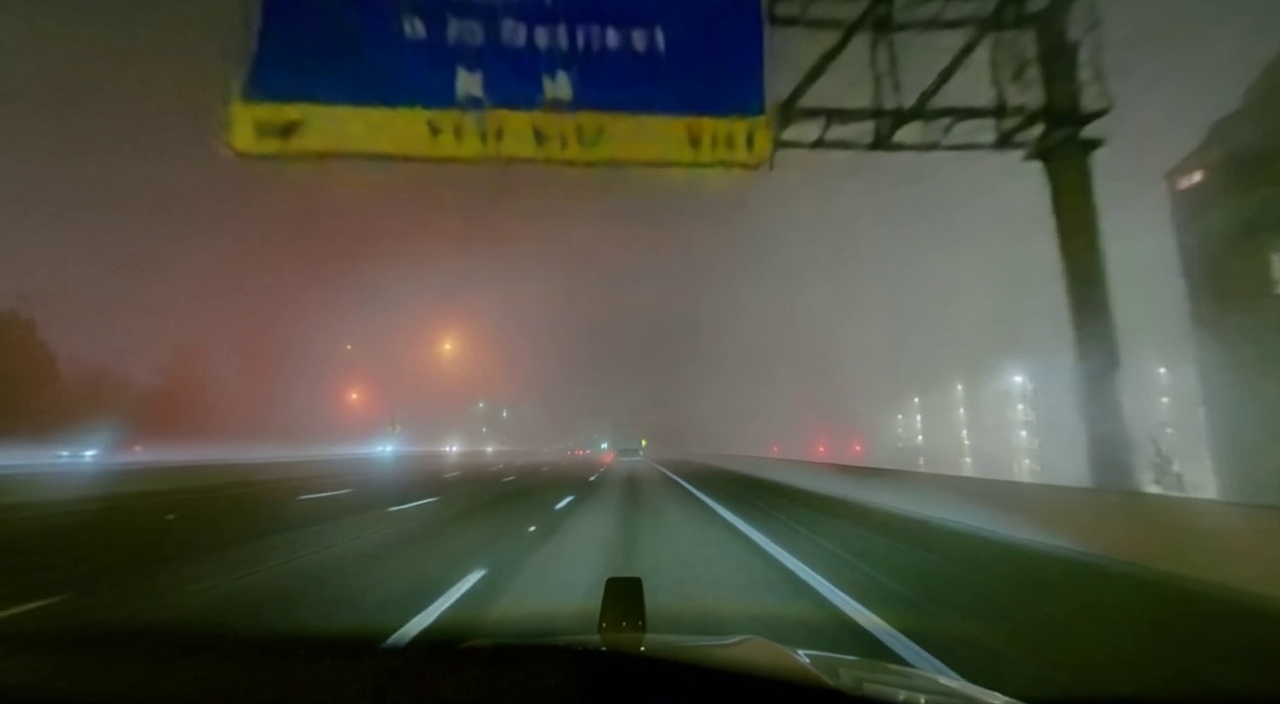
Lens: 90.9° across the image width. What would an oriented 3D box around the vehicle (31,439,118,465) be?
[{"bbox_3d":[-41.278,7.332,46.222,1.962,1.758,4.831,0,-9,-2],"label":"vehicle"}]
